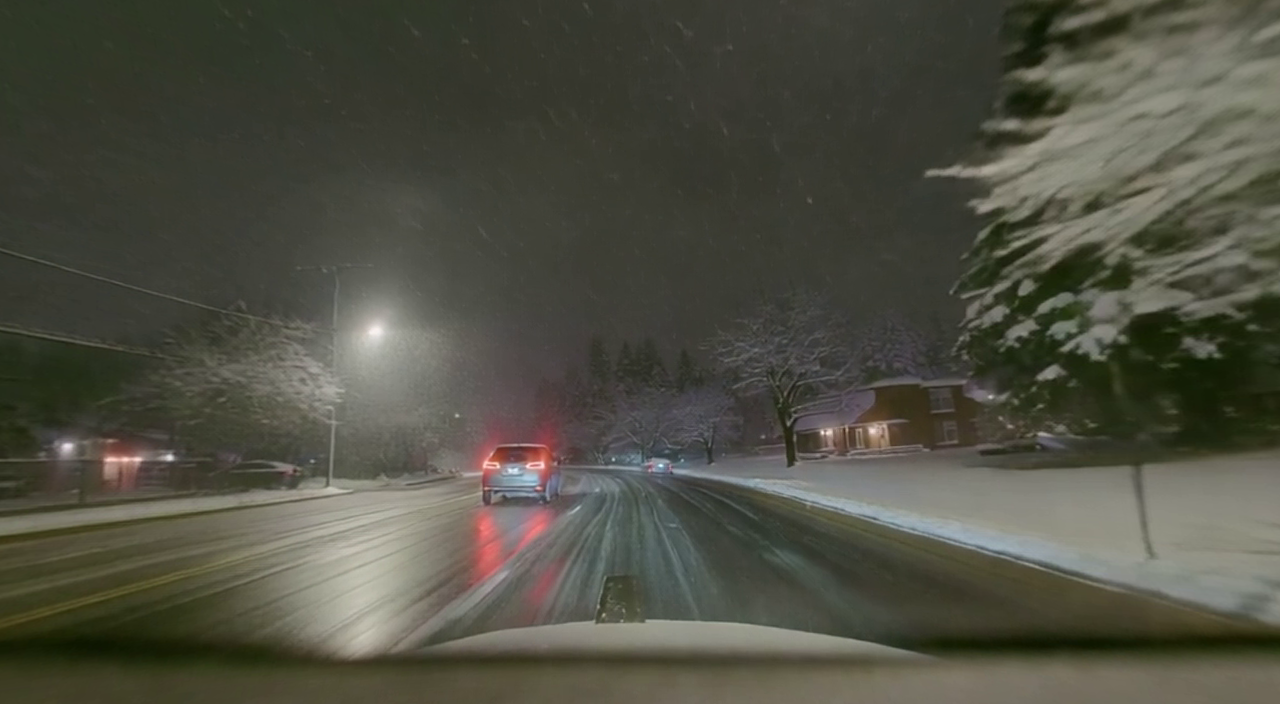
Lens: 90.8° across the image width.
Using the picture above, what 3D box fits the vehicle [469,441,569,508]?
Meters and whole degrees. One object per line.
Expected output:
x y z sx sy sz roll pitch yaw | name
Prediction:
-3.514 3.634 19.238 2.175 1.772 4.442 0 -9 0 | vehicle

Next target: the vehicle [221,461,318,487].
-22.009 7.239 37.663 4.525 1.455 1.821 1 -9 -5 | vehicle
